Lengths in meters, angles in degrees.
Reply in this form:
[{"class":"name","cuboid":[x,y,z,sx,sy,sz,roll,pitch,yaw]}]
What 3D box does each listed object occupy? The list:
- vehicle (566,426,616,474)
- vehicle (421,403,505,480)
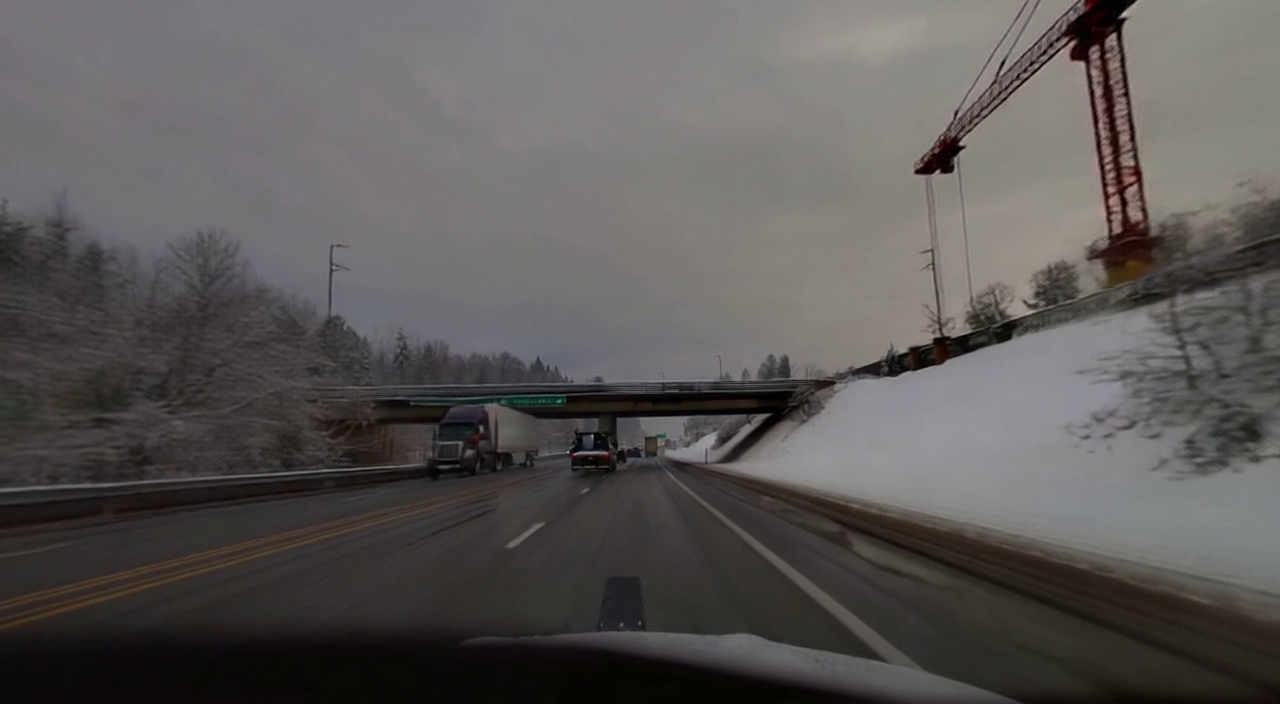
[{"class":"vehicle","cuboid":[-2.965,6.239,40.168,2.565,2.771,6.641,0,-9,1]},{"class":"vehicle","cuboid":[-9.802,5.098,35.663,2.918,3.990,5.826,0,-9,1]}]
